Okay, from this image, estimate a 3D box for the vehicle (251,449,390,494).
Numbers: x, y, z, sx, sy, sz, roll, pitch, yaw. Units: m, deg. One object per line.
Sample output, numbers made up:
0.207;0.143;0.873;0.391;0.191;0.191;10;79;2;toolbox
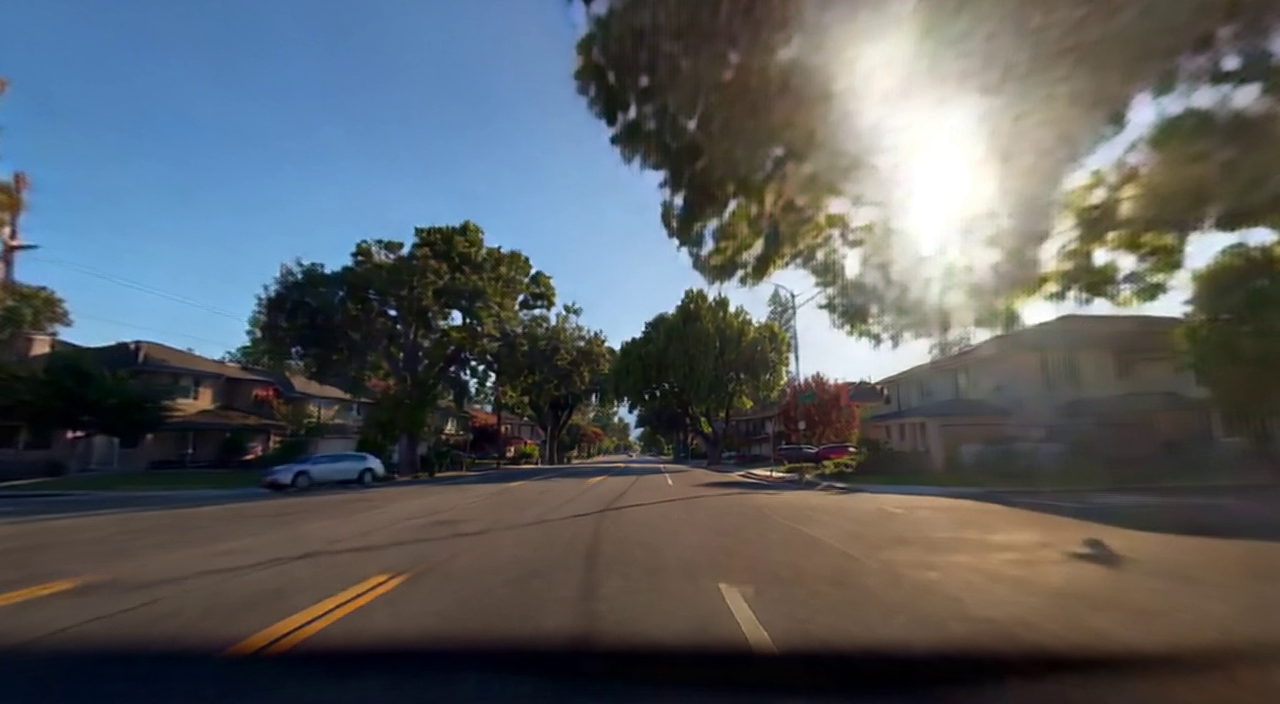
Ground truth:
-12.738;4.765;25.600;2.064;1.596;4.716;-4;-9;23;vehicle
